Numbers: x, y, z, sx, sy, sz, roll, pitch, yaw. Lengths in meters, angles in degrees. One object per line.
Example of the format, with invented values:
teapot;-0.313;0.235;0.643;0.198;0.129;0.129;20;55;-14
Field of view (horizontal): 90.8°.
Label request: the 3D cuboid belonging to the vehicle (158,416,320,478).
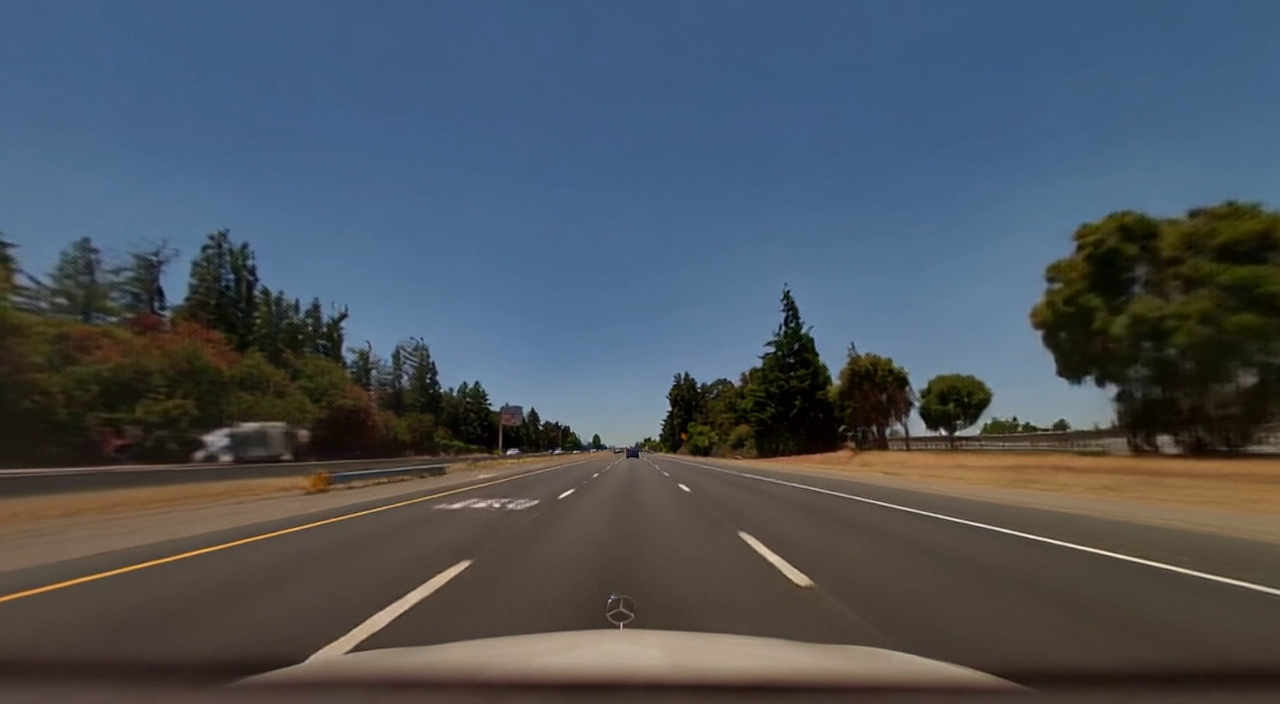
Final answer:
vehicle;-17.326;4.242;27.968;2.492;2.371;7.064;0;-9;0
